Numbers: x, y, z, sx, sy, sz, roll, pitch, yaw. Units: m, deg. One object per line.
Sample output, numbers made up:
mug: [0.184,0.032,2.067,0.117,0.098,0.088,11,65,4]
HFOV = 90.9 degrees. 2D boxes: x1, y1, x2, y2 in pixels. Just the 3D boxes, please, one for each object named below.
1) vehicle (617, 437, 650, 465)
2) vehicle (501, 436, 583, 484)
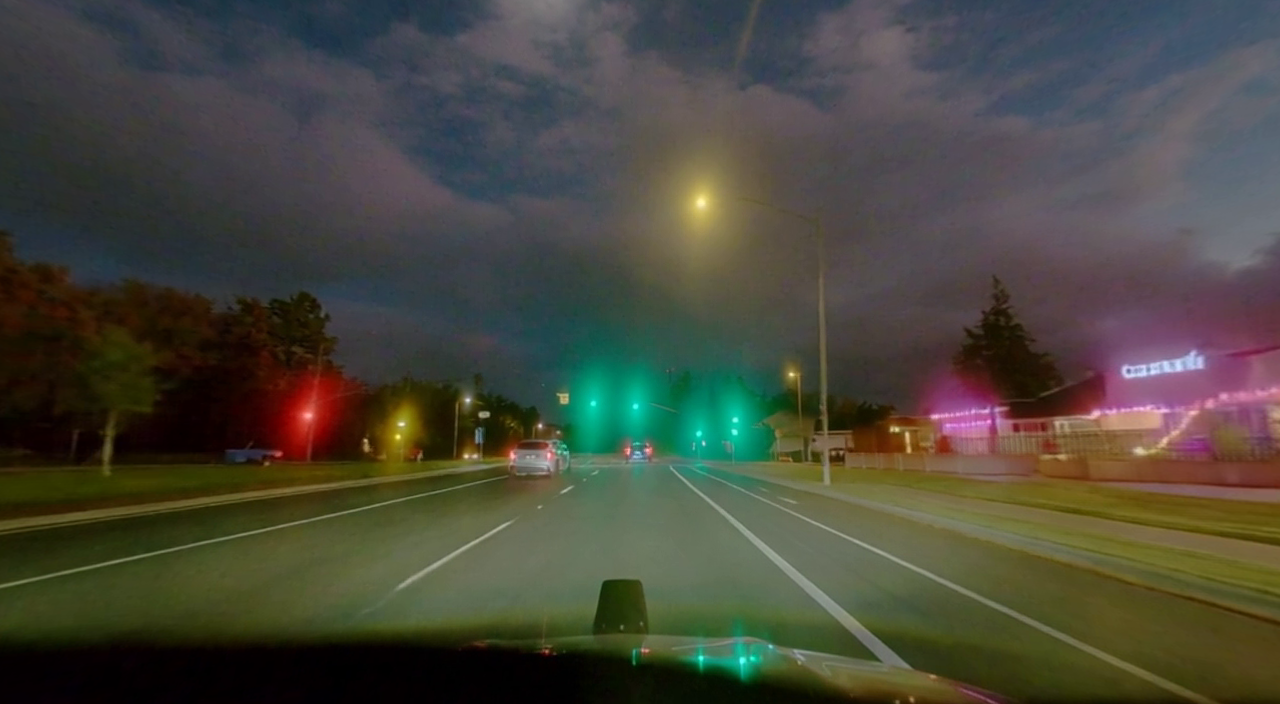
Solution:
vehicle: [-0.400,6.832,43.659,2.153,1.764,4.047,0,-8,0]
vehicle: [-3.277,3.703,21.954,2.015,1.470,4.458,0,-8,1]
